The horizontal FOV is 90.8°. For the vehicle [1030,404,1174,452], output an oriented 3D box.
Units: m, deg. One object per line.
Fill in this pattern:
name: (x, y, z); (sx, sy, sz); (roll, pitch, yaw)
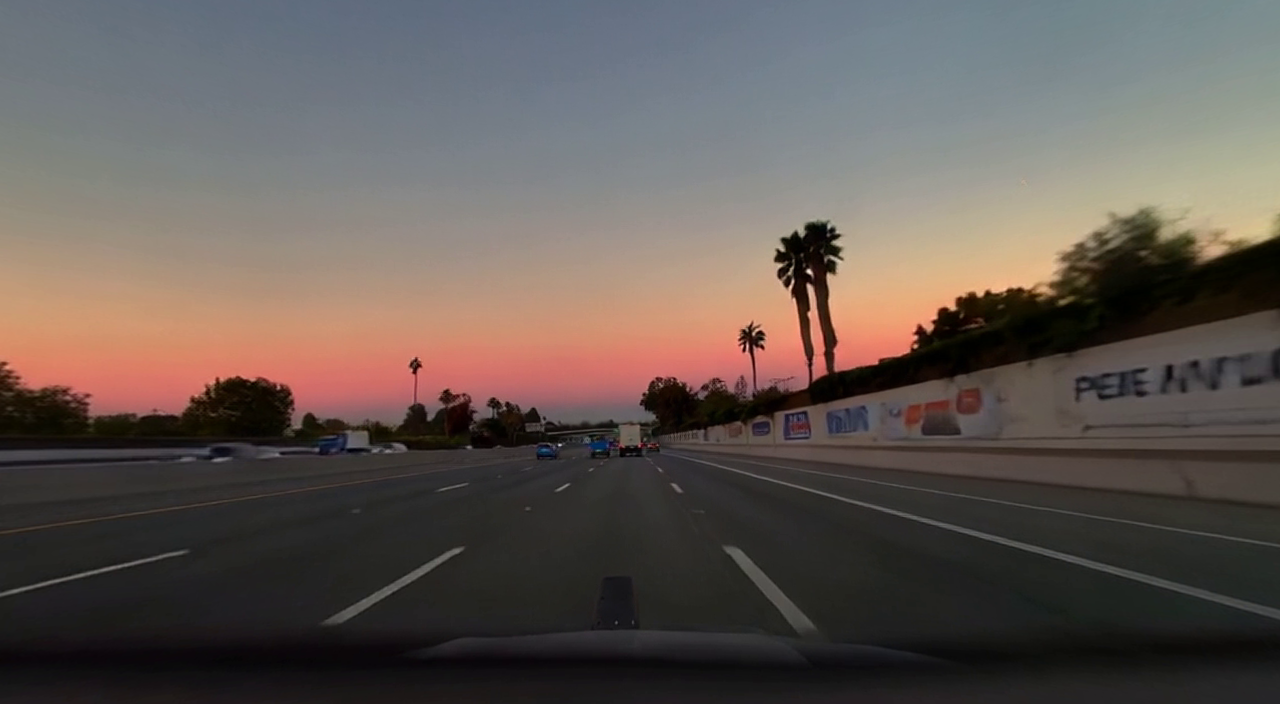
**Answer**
vehicle: (23.821, 3.959, 32.717); (5.716, 2.092, 2.177); (-2, -11, -4)

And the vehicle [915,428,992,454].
vehicle: (23.556, 6.695, 47.543); (4.675, 1.823, 2.059); (0, -8, -2)

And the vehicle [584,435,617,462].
vehicle: (-3.075, 7.590, 49.845); (2.390, 2.007, 4.901); (0, -8, -1)

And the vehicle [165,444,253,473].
vehicle: (-26.257, 6.479, 38.705); (2.196, 1.608, 4.473); (0, -8, 0)
